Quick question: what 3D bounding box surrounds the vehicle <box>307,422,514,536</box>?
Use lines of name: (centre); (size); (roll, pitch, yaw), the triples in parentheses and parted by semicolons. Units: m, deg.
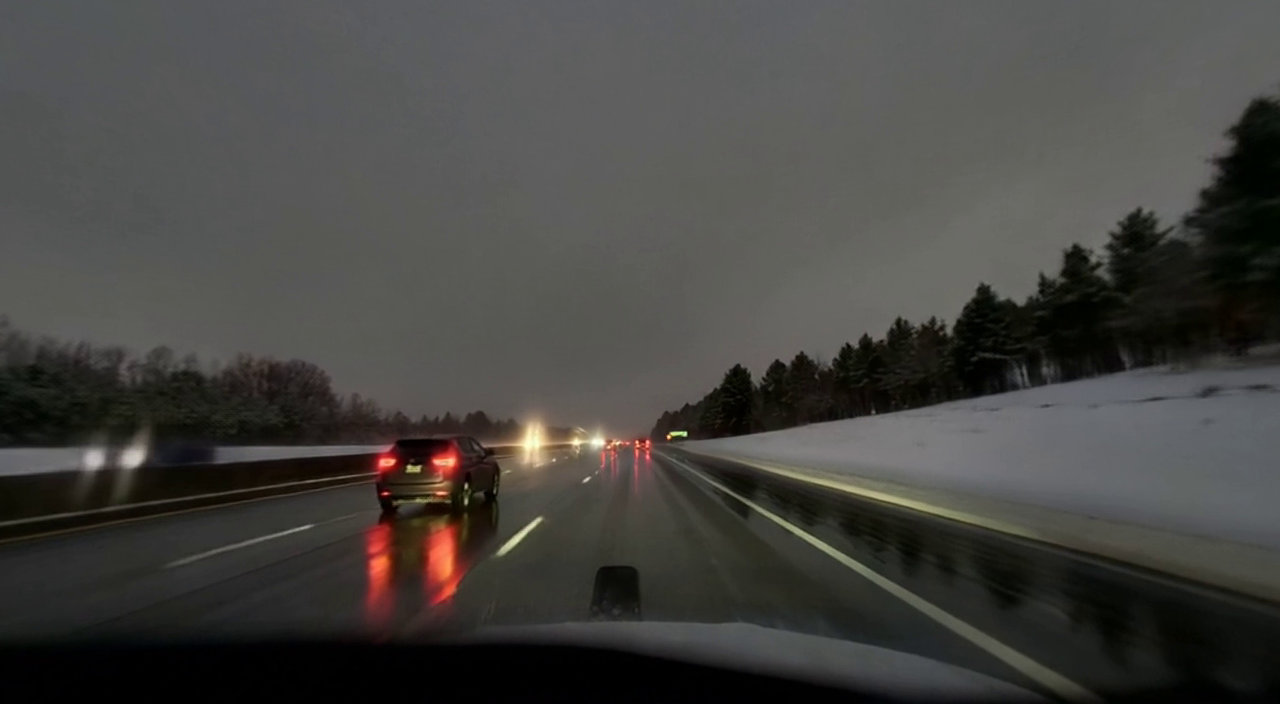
vehicle: (-3.705, 2.100, 11.147); (2.039, 1.589, 4.324); (0, -8, 0)
